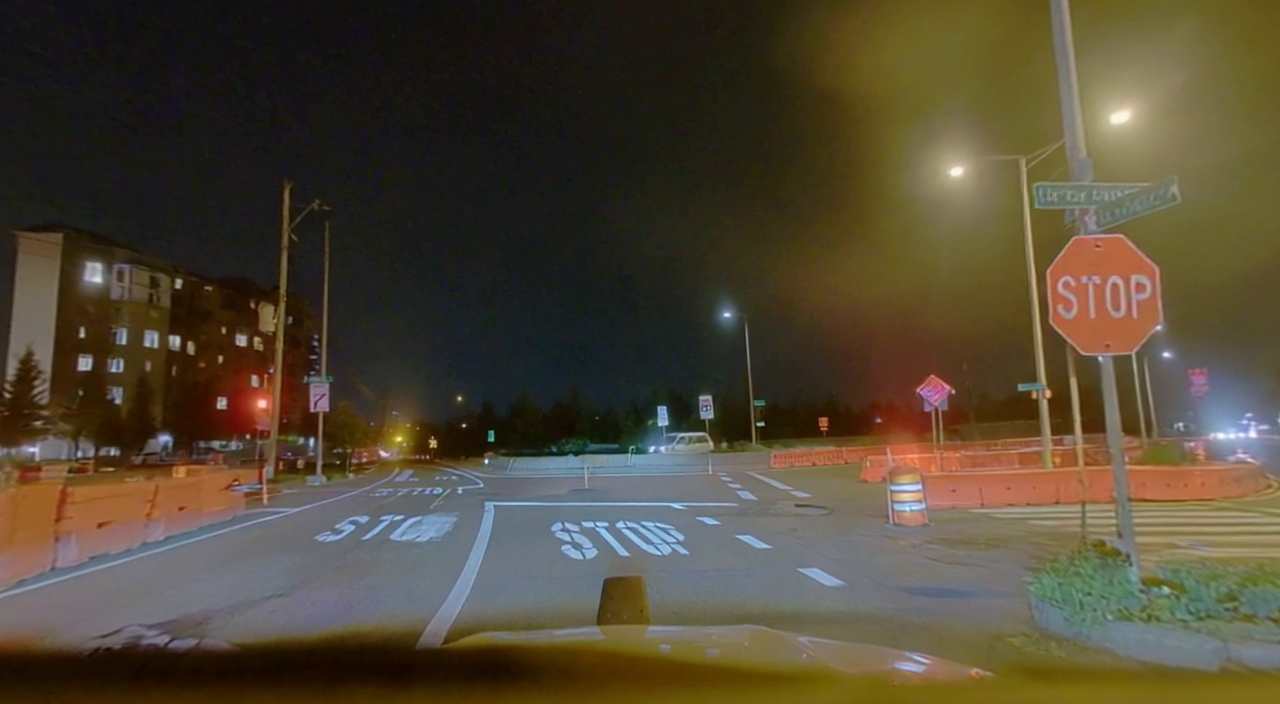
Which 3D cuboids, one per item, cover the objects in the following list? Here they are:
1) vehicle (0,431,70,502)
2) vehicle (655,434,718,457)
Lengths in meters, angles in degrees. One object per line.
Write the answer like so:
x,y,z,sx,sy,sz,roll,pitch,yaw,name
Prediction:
-17.253,3.099,17.343,2.159,1.734,4.292,7,-11,-41,vehicle
3.270,6.690,45.013,4.302,1.628,1.957,0,-9,0,vehicle
